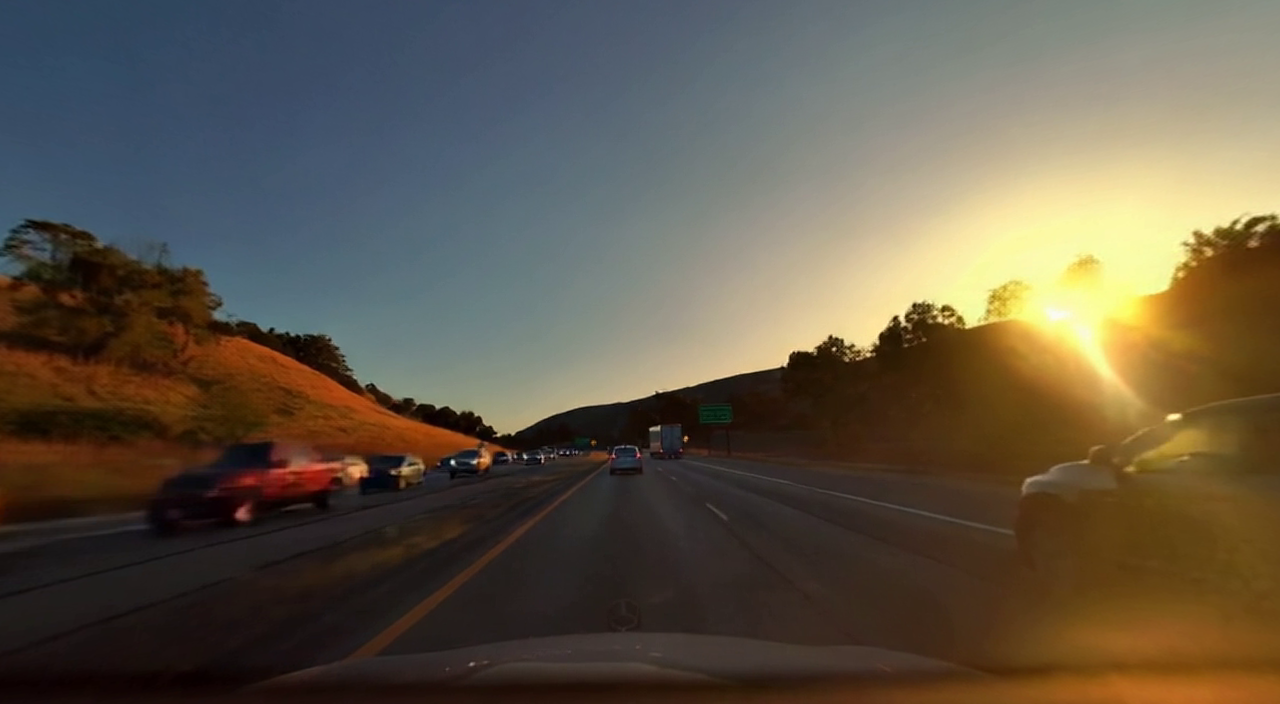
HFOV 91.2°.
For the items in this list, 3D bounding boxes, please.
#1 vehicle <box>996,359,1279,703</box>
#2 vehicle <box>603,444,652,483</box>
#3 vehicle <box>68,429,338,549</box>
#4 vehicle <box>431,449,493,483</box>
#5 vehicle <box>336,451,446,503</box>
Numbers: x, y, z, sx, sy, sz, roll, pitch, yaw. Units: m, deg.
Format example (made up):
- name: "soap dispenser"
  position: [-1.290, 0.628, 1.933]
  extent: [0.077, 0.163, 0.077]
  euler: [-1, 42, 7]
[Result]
- name: "vehicle"
  position: [3.997, 0.877, 2.930]
  extent: [2.077, 1.673, 4.267]
  euler: [0, -9, -1]
- name: "vehicle"
  position: [-0.535, 4.750, 27.045]
  extent: [1.971, 1.518, 4.108]
  euler: [0, -9, -1]
- name: "vehicle"
  position: [-7.806, 2.457, 11.908]
  extent: [2.019, 1.809, 4.361]
  euler: [0, -9, -1]
- name: "vehicle"
  position: [-9.024, 5.792, 32.167]
  extent: [1.970, 1.549, 4.299]
  euler: [0, -9, 0]
- name: "vehicle"
  position: [-7.992, 4.034, 20.634]
  extent: [1.917, 1.483, 4.289]
  euler: [0, -9, -1]
